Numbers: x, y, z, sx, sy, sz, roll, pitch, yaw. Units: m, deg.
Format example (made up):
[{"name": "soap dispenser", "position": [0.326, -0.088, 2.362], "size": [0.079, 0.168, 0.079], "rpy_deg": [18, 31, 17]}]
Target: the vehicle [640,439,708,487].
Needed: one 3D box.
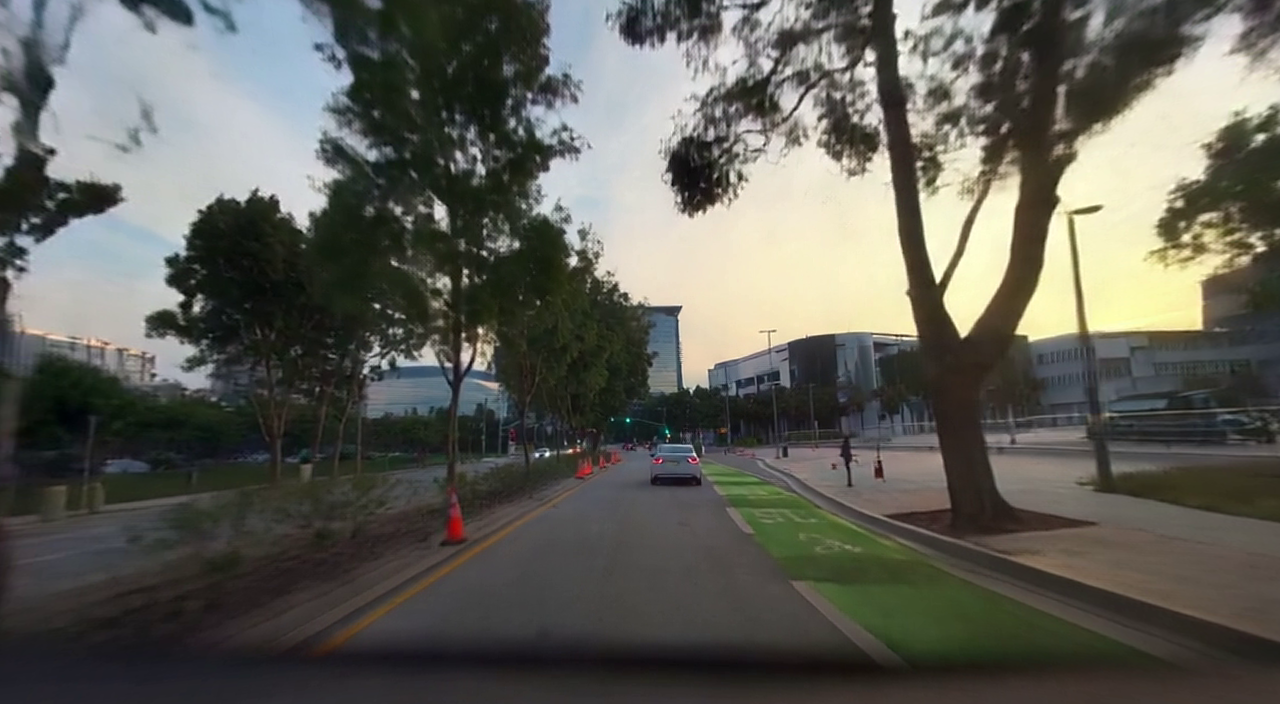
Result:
[{"name": "vehicle", "position": [1.119, 3.786, 21.881], "size": [2.114, 1.493, 4.430], "rpy_deg": [0, -8, 2]}]
